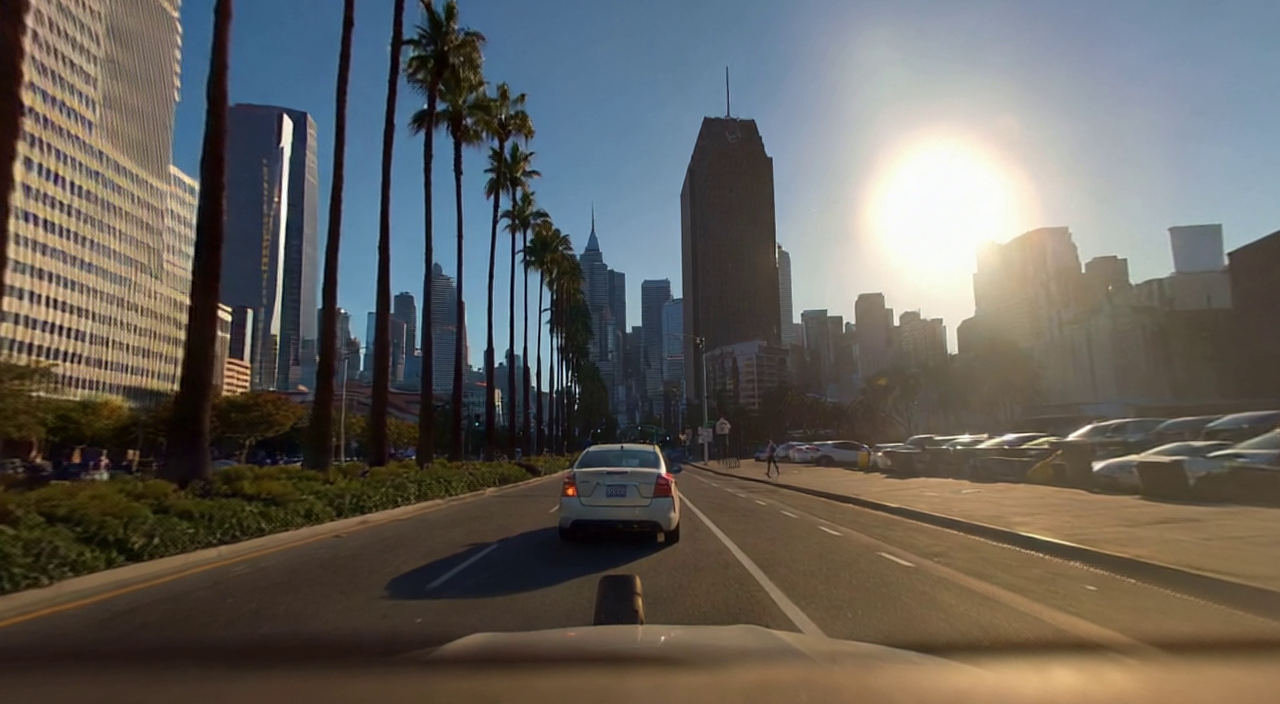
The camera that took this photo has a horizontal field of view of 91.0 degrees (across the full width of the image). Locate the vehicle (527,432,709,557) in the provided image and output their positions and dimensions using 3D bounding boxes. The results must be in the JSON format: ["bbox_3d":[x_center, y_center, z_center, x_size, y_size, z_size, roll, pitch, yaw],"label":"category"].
[{"bbox_3d":[-0.262,2.054,9.767,2.235,1.528,3.876,0,-9,0],"label":"vehicle"}]

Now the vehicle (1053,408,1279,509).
[{"bbox_3d":[12.905,2.332,14.187,5.301,1.962,2.431,-3,-8,4],"label":"vehicle"}]
